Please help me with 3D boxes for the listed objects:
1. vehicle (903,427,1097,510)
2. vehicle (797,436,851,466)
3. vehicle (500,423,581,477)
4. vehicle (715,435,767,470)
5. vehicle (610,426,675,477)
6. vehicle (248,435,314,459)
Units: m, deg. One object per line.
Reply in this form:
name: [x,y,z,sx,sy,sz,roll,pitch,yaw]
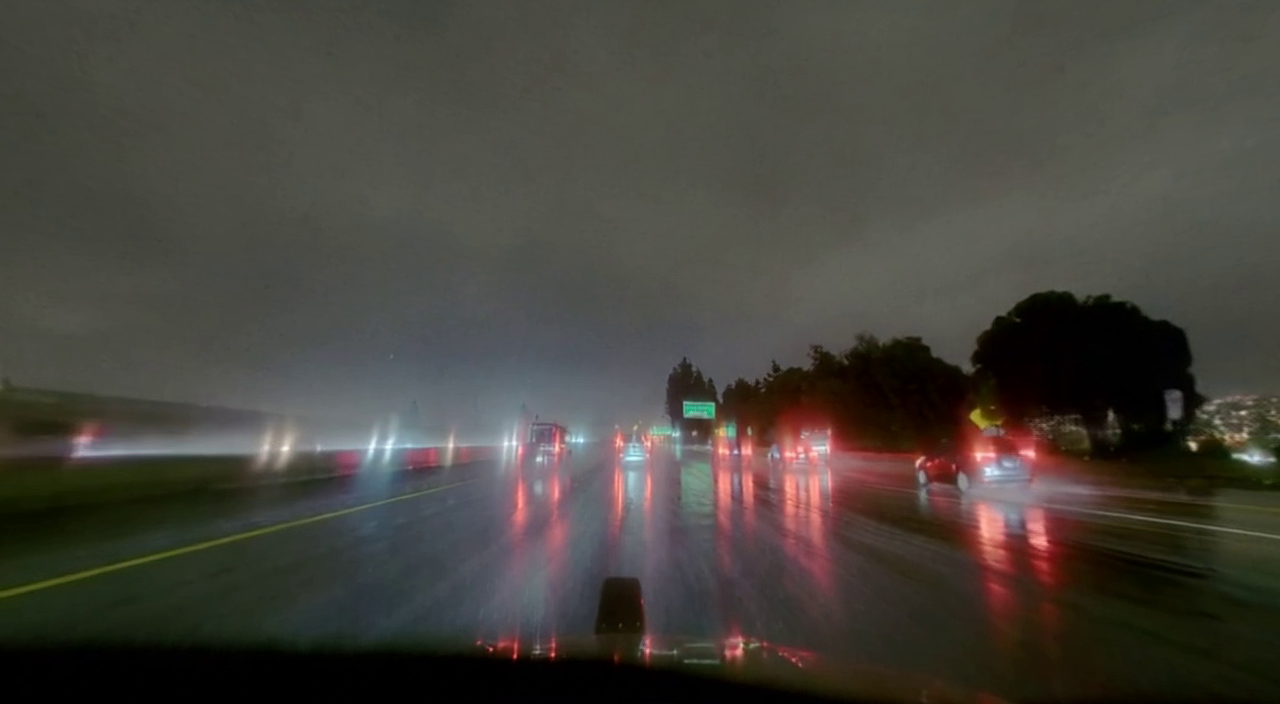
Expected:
vehicle: [7.724,2.527,14.074,1.989,1.569,3.964,0,-9,0]
vehicle: [11.491,6.235,39.596,2.010,1.765,4.375,0,-9,-1]
vehicle: [-3.558,3.644,23.534,2.199,1.777,4.790,0,-9,1]
vehicle: [5.189,5.254,32.913,2.022,1.682,4.226,0,-9,1]
vehicle: [0.091,3.671,23.344,2.181,1.728,3.970,0,-9,0]
vehicle: [-25.531,6.812,44.937,1.943,1.603,4.592,0,-9,1]
